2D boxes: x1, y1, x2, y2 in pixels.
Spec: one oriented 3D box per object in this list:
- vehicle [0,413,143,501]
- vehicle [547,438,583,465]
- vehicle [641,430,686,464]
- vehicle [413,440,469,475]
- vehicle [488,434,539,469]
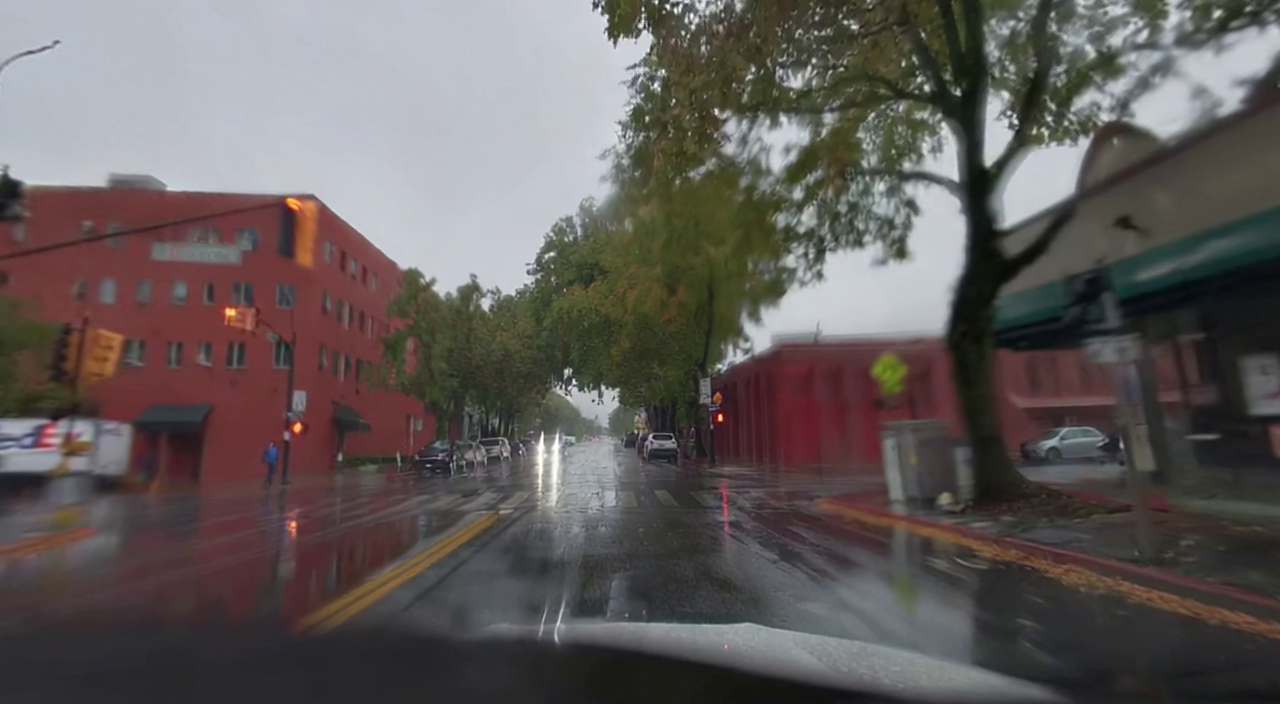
[{"bbox_3d":[-26.568,4.326,25.880,9.465,3.299,3.029,-1,-6,-4],"label":"vehicle"},{"bbox_3d":[-4.632,6.174,39.283,2.033,1.596,4.142,1,-8,-4],"label":"vehicle"},{"bbox_3d":[1.536,6.535,43.437,2.557,2.188,5.164,1,-8,-4],"label":"vehicle"},{"bbox_3d":[-11.153,5.929,35.643,2.216,1.804,4.526,1,-8,-7],"label":"vehicle"},{"bbox_3d":[-7.265,5.783,36.770,2.242,1.887,4.924,1,-8,-4],"label":"vehicle"}]
